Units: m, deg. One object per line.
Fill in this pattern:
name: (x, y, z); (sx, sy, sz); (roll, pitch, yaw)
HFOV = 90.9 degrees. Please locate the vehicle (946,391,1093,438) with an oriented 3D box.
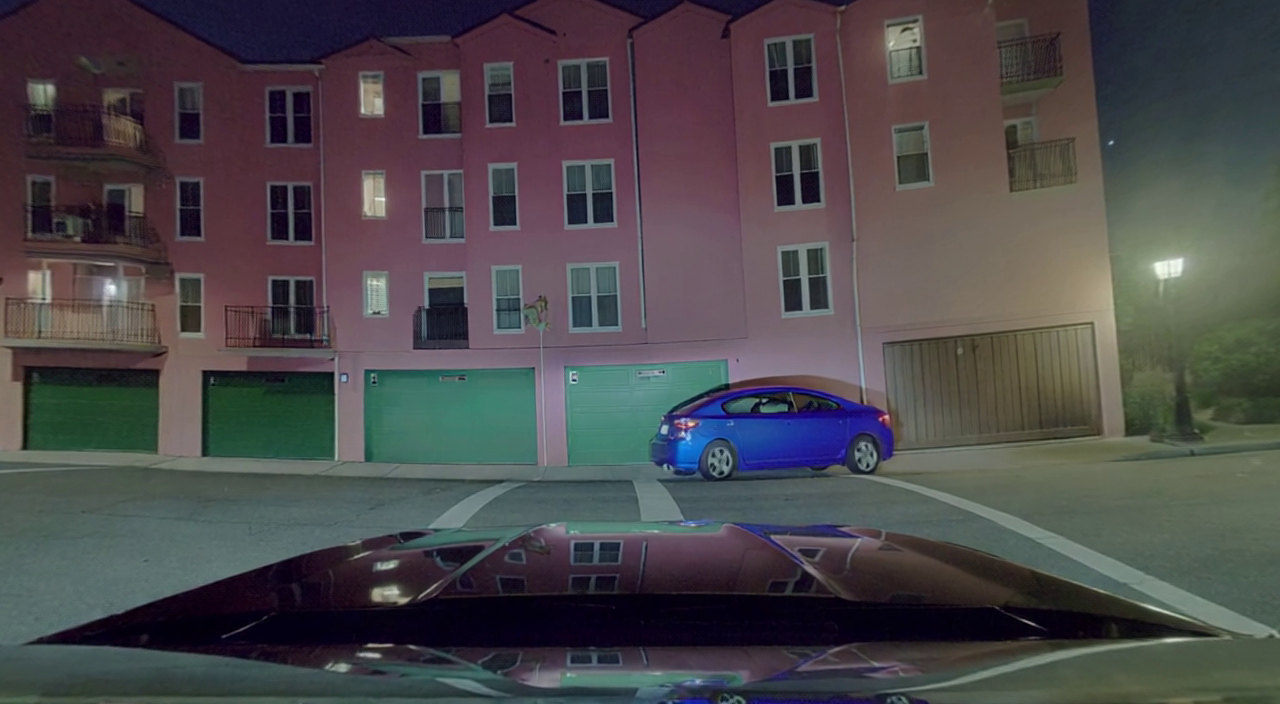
vehicle: (15.047, 2.542, 25.239); (4.438, 1.776, 2.182); (0, -8, 0)

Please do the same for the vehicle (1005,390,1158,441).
vehicle: (15.841, 2.322, 22.781); (3.905, 1.475, 2.057); (-4, -7, -3)

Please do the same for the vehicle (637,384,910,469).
vehicle: (2.296, 1.415, 11.834); (4.697, 1.444, 1.825); (0, -8, -1)
